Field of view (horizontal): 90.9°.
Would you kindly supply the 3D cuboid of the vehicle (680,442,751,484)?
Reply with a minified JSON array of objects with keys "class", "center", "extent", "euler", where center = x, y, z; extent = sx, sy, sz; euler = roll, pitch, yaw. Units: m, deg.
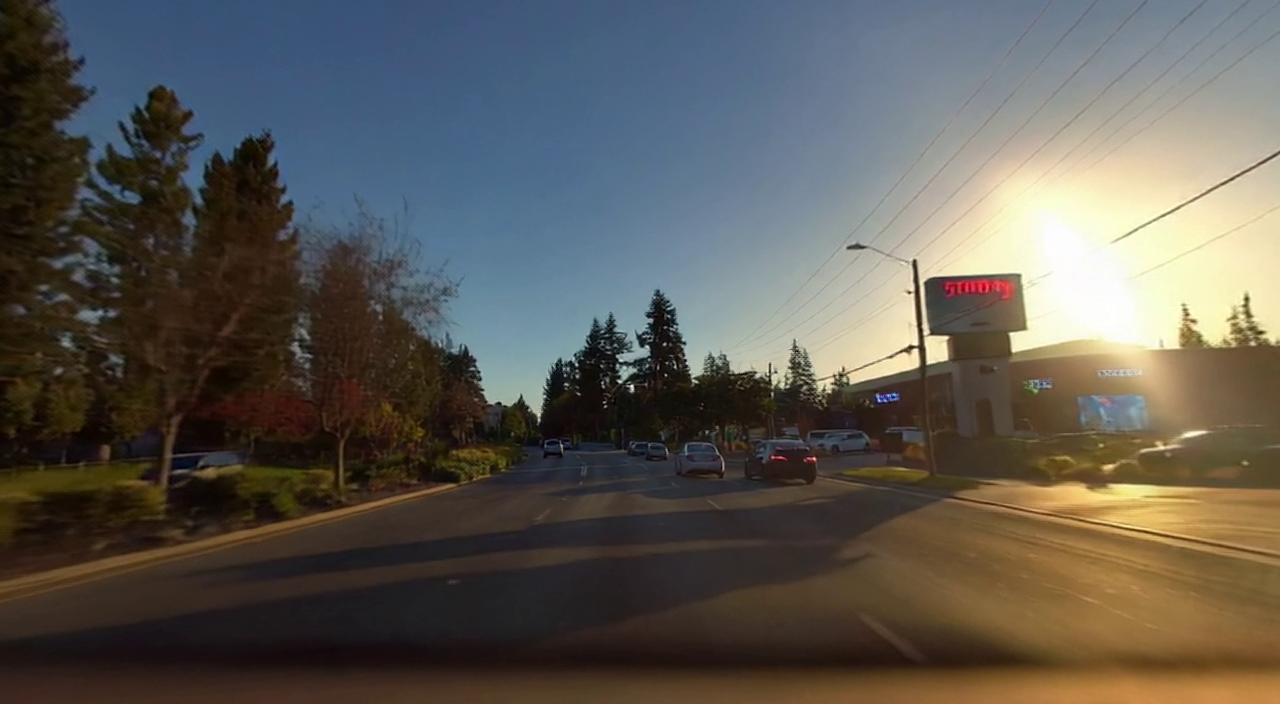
[{"class":"vehicle","center":[2.832,4.268,24.677],"extent":[2.130,1.476,4.453],"euler":[0,-8,-1]}]

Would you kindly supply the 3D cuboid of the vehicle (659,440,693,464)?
[{"class":"vehicle","center":[2.692,7.647,48.186],"extent":[2.250,1.723,4.424],"euler":[1,-8,-2]}]

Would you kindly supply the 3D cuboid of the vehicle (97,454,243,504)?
[{"class":"vehicle","center":[-16.249,4.371,22.132],"extent":[1.873,1.507,4.204],"euler":[0,-8,-1]}]
